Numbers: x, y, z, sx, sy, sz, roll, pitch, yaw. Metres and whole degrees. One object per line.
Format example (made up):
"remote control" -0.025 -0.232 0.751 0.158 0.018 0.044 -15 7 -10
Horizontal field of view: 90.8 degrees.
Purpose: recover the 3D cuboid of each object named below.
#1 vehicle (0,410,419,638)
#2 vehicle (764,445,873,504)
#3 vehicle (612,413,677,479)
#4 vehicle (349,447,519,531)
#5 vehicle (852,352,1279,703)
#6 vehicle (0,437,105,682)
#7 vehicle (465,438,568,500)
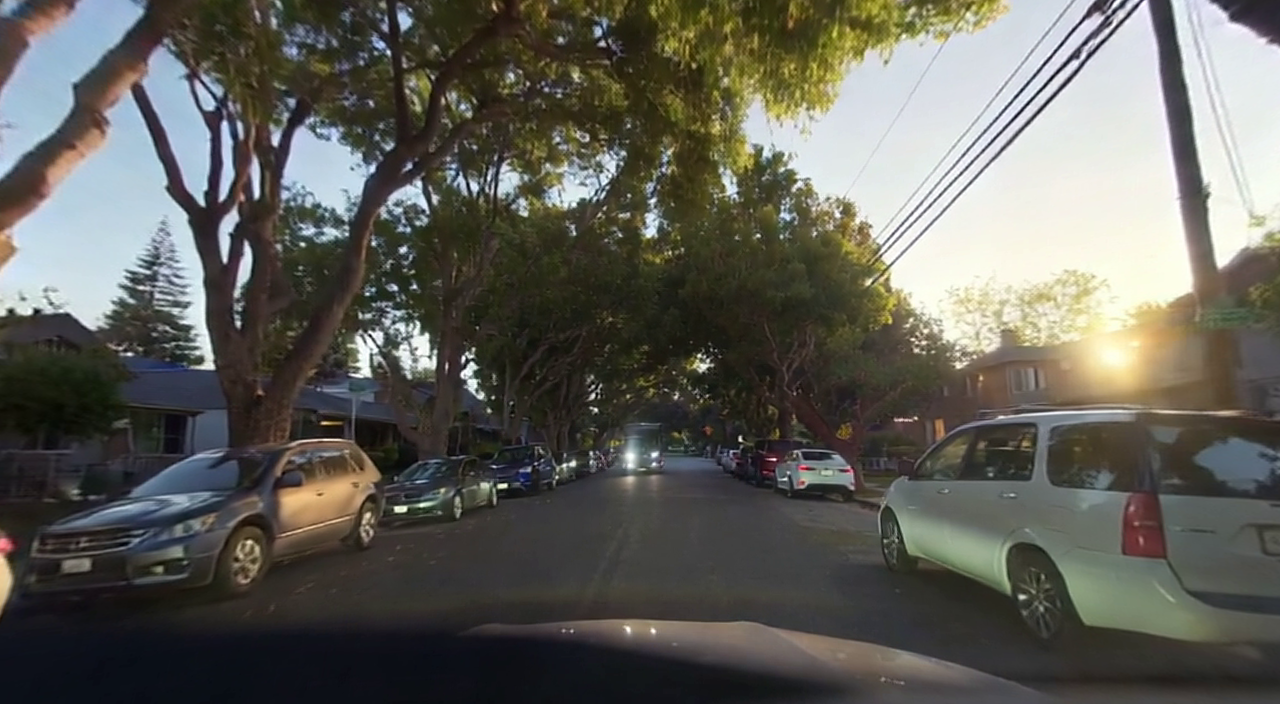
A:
"vehicle" -4.749 1.757 7.673 2.203 1.815 4.972 0 -8 1
"vehicle" 4.917 3.404 18.047 1.813 1.468 4.267 0 -8 0
"vehicle" 0.396 4.695 31.639 2.716 2.887 6.781 -1 -8 5
"vehicle" -4.211 2.856 13.899 1.861 1.474 4.749 -1 -8 4
"vehicle" 3.731 1.286 5.585 2.182 1.900 4.779 0 -8 2
"vehicle" -4.974 1.074 2.430 1.855 1.510 4.406 0 -8 2
"vehicle" -3.877 3.776 20.965 2.002 1.781 5.380 -1 -8 4
